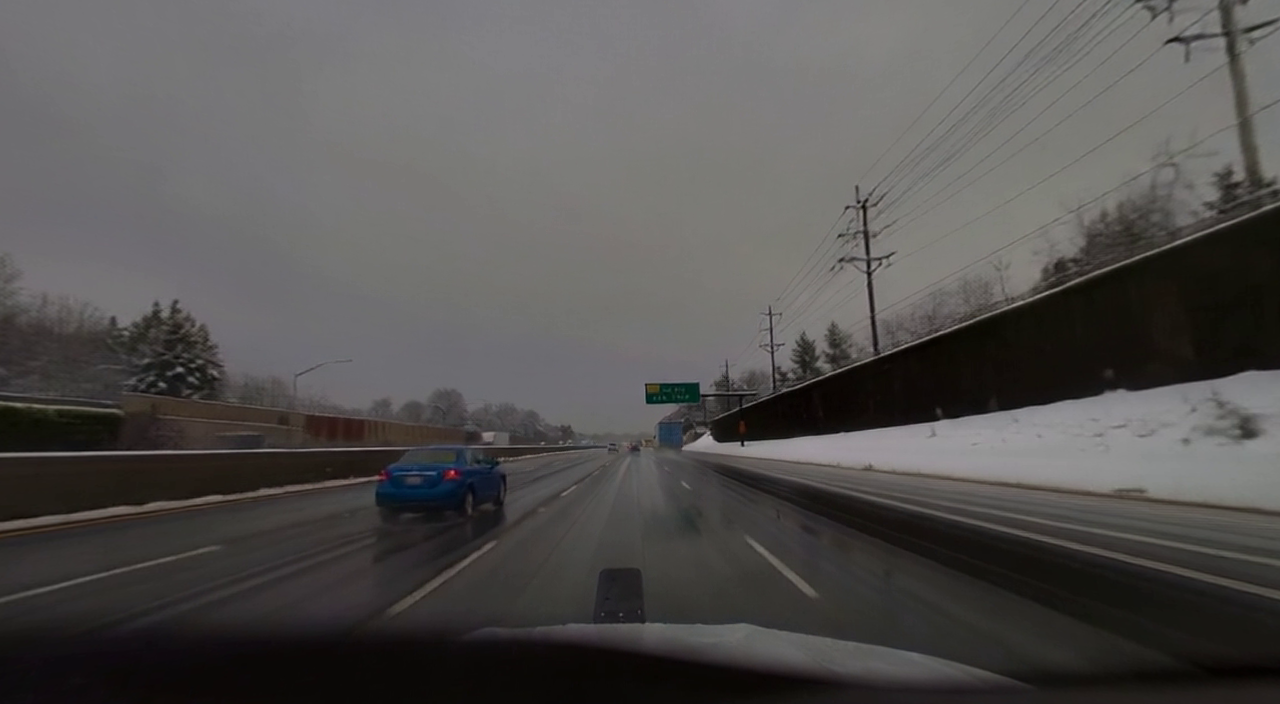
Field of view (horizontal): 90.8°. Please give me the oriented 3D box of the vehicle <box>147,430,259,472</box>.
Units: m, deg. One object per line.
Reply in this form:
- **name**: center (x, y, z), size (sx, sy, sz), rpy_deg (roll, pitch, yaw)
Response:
- **vehicle**: center (-25.388, 5.778, 37.065), size (2.579, 2.265, 5.572), rpy_deg (0, -9, -1)

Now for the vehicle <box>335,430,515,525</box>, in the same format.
- **vehicle**: center (-3.926, 2.370, 12.433), size (2.009, 1.533, 4.175), rpy_deg (0, -9, 1)
